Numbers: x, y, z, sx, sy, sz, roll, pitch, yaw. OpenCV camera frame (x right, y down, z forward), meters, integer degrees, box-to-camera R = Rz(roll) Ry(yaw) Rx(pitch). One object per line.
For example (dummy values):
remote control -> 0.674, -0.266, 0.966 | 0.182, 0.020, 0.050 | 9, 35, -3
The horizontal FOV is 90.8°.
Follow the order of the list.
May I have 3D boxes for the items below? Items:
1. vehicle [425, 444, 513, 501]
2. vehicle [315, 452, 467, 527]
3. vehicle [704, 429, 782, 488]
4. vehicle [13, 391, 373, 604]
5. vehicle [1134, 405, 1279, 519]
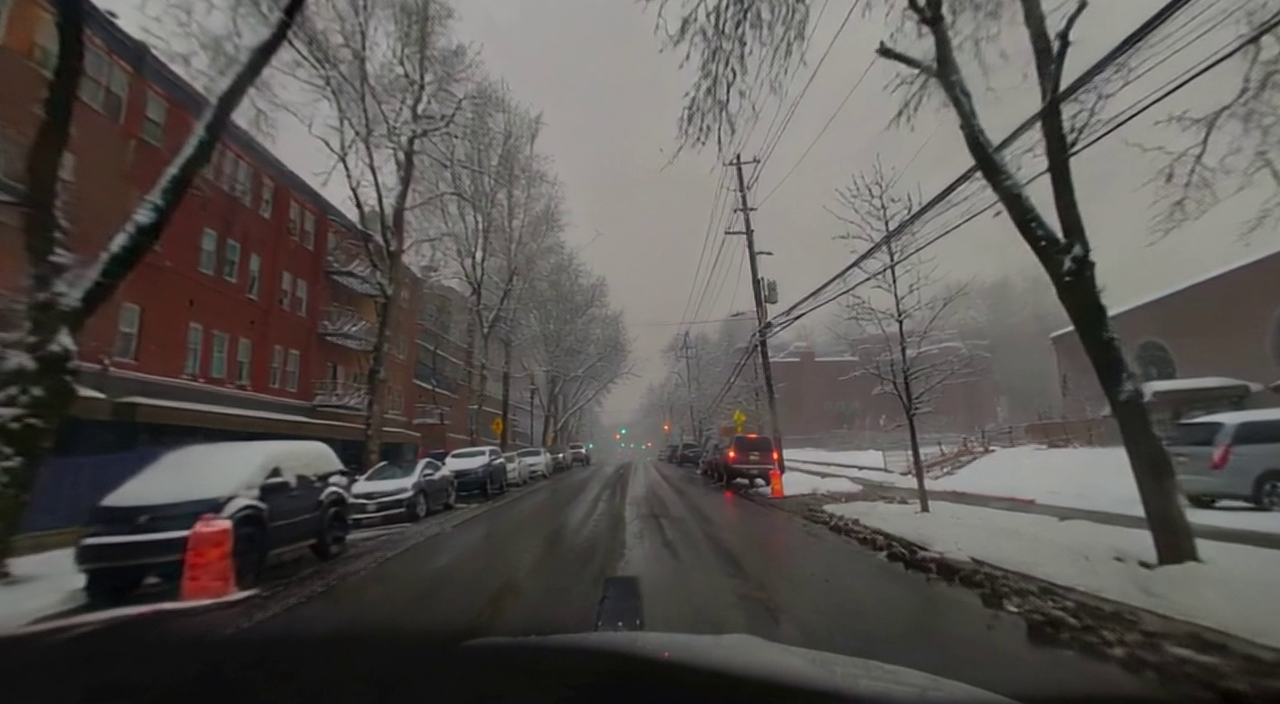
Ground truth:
vehicle -> -5.595, 3.974, 21.221 | 1.996, 1.695, 4.127 | 1, -9, -4
vehicle -> -5.644, 3.217, 15.037 | 1.967, 1.483, 4.347 | 0, -11, -2
vehicle -> 3.745, 4.096, 23.762 | 1.994, 1.857, 4.393 | 2, -13, -3
vehicle -> -5.481, 1.805, 8.587 | 1.894, 2.186, 3.901 | 0, -9, 1
vehicle -> 12.873, 2.058, 12.219 | 4.585, 1.977, 2.170 | -2, -9, 5
